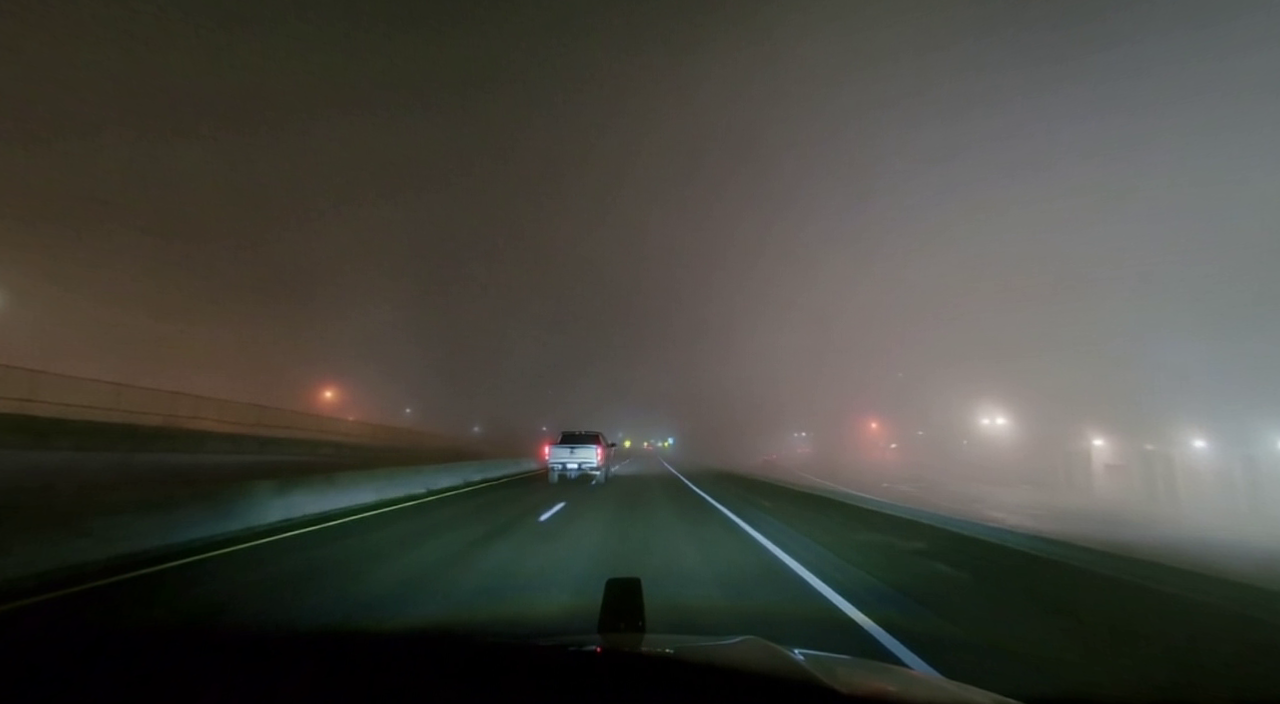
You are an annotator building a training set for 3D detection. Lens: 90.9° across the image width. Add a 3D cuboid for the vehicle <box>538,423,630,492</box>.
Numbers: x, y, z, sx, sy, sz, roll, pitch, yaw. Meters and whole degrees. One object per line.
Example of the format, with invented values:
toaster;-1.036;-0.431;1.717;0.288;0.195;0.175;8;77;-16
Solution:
vehicle;-1.642;3.422;20.796;2.350;1.932;5.562;-1;-8;2
